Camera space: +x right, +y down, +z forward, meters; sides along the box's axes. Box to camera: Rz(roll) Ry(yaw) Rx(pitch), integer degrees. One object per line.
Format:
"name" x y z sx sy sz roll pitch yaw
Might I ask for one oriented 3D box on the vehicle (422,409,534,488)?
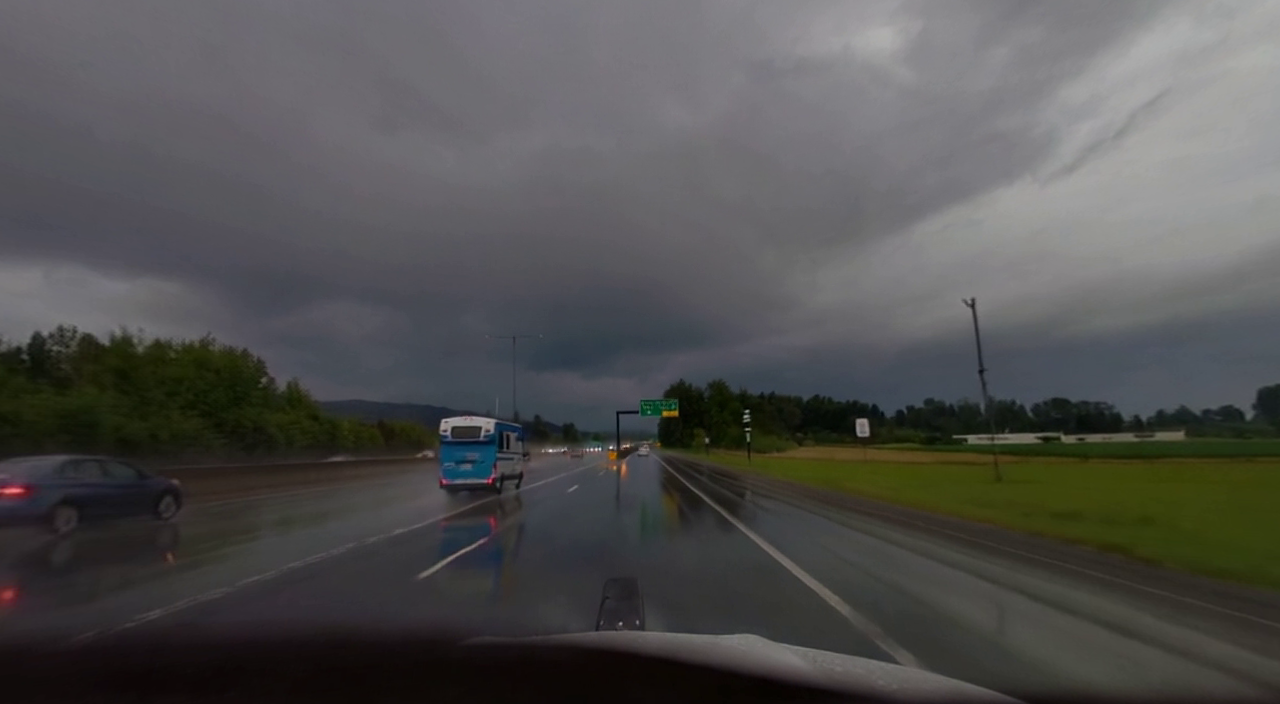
"vehicle" -6.769 4.212 27.648 2.747 2.934 7.411 0 -9 2

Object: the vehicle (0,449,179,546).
"vehicle" -10.757 2.435 10.977 1.922 1.448 4.638 0 -9 0
